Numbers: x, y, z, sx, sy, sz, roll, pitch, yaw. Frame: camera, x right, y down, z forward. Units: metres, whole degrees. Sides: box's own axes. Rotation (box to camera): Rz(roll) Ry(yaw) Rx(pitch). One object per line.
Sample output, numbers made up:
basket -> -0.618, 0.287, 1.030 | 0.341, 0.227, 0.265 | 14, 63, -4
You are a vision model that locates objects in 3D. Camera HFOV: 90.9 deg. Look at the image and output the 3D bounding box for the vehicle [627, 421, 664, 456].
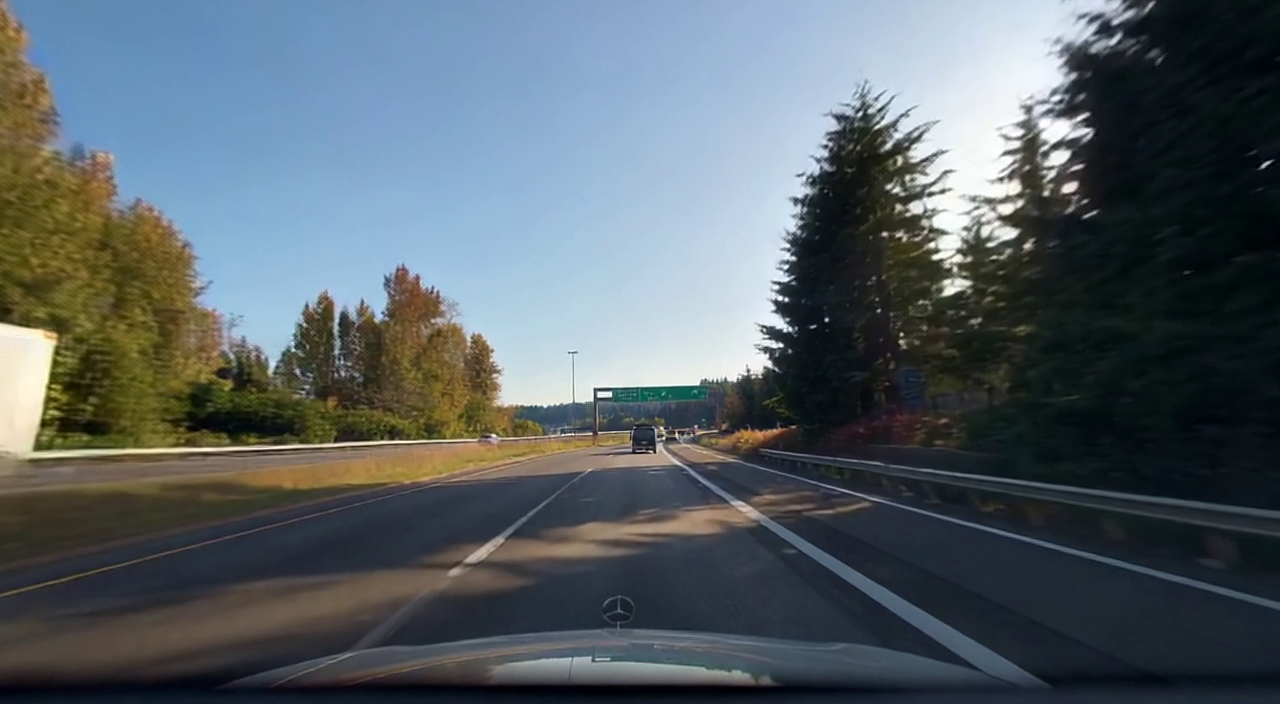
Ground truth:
vehicle -> 0.330, 6.060, 44.052 | 2.450, 2.314, 4.753 | 0, -8, 0
